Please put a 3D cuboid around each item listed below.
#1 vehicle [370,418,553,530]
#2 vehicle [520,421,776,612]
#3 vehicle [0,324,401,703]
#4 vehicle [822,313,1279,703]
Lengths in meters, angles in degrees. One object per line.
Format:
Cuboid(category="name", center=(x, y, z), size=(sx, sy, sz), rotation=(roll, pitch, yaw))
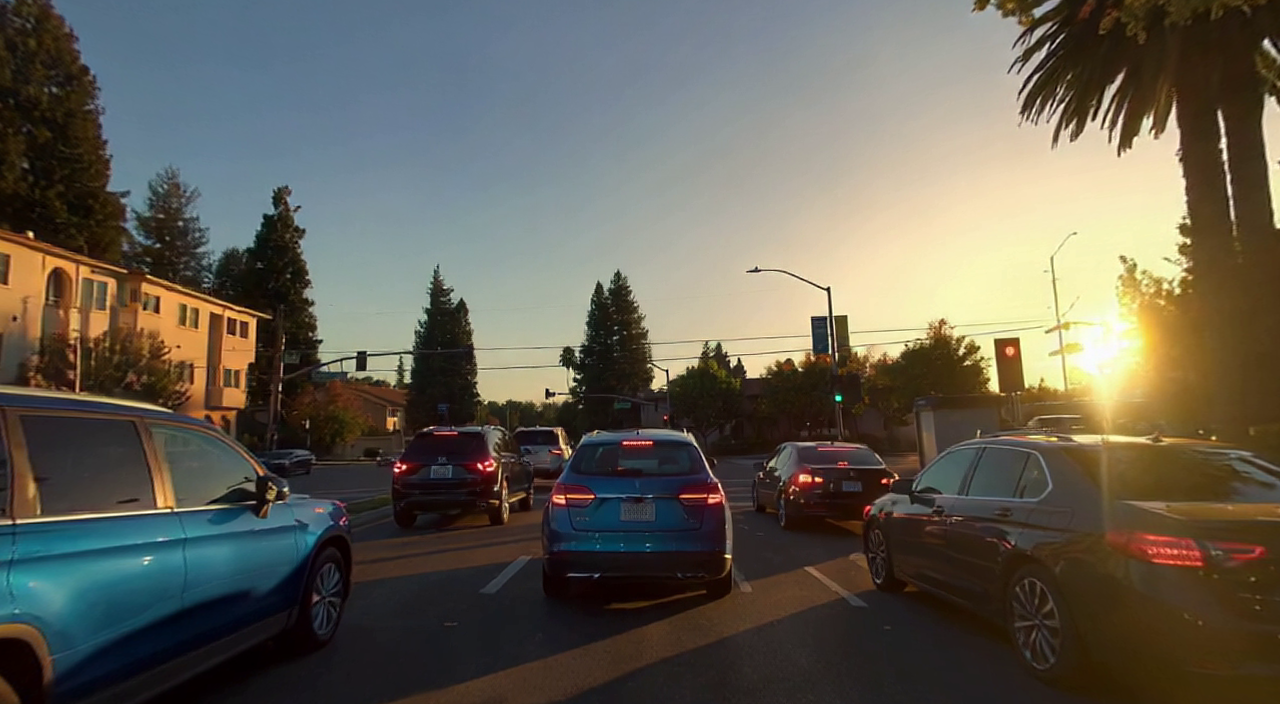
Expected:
Cuboid(category="vehicle", center=(-3.182, 2.300, 12.445), size=(2.117, 1.772, 4.619), rotation=(0, -8, 2))
Cuboid(category="vehicle", center=(0.025, 1.598, 7.034), size=(2.021, 1.490, 3.948), rotation=(0, -8, -1))
Cuboid(category="vehicle", center=(-3.117, 0.954, 3.293), size=(1.982, 1.721, 4.261), rotation=(0, -8, 1))
Cuboid(category="vehicle", center=(3.218, 1.100, 4.726), size=(2.141, 1.833, 4.704), rotation=(0, -8, -2))
